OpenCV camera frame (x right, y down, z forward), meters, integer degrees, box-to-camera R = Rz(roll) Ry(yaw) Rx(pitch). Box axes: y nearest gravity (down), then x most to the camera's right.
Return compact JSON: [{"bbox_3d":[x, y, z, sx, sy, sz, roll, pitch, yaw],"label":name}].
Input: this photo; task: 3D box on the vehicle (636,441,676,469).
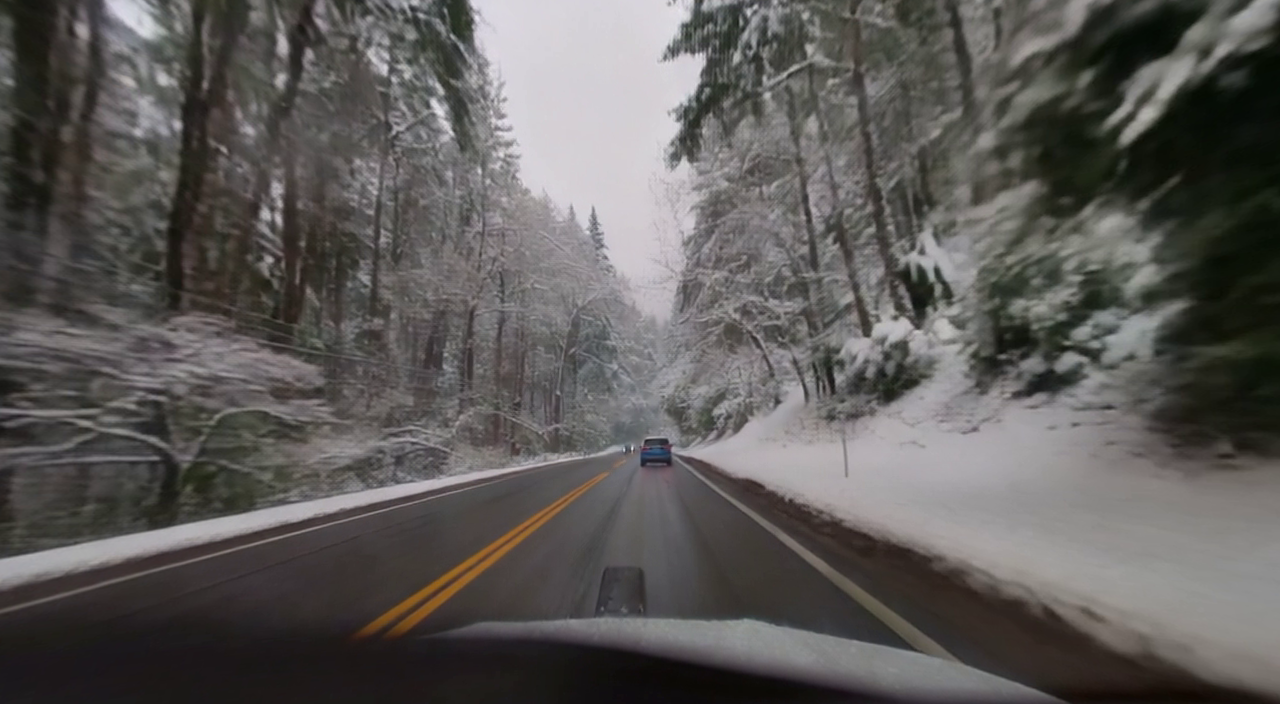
[{"bbox_3d":[0.871,5.804,35.715,2.120,1.491,4.349,0,-8,1],"label":"vehicle"}]
